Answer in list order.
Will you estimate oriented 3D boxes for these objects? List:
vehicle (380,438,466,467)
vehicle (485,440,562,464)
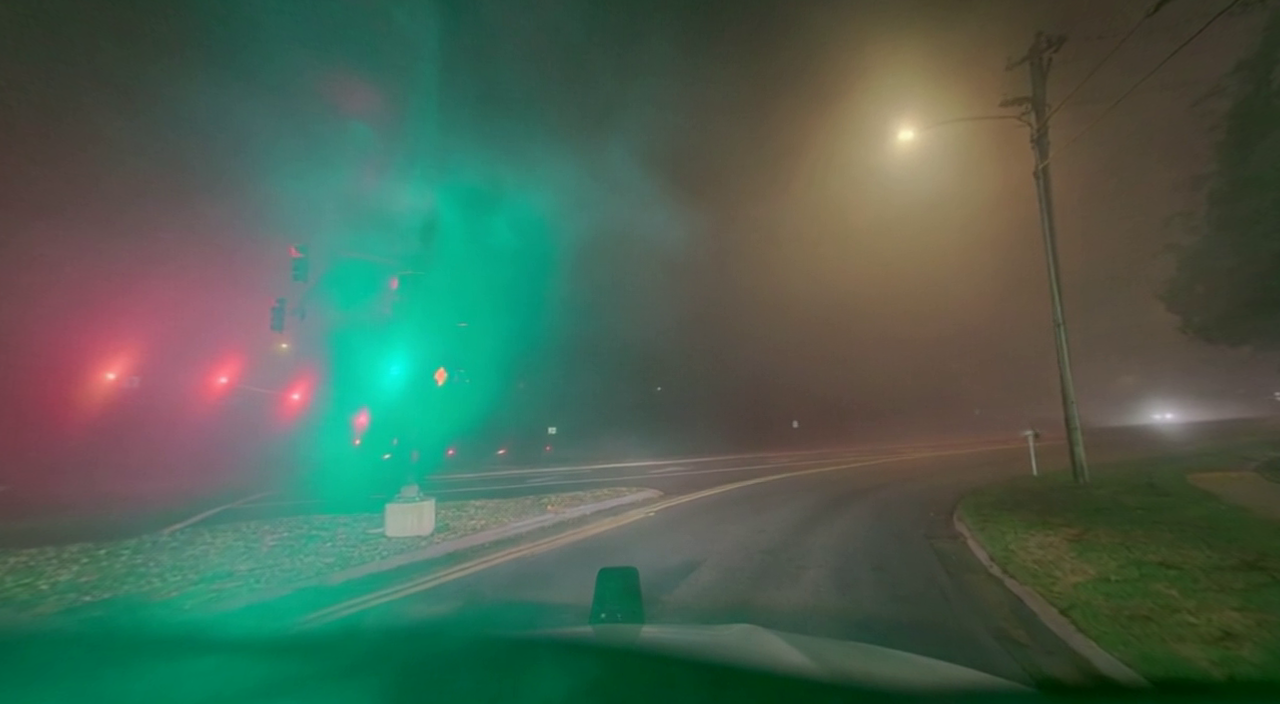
[{"bbox_3d":[-13.997,6.496,40.763,4.782,1.776,2.118,6,-11,-36],"label":"vehicle"},{"bbox_3d":[-7.403,6.362,40.211,4.527,1.444,1.811,6,-11,-37],"label":"vehicle"}]
